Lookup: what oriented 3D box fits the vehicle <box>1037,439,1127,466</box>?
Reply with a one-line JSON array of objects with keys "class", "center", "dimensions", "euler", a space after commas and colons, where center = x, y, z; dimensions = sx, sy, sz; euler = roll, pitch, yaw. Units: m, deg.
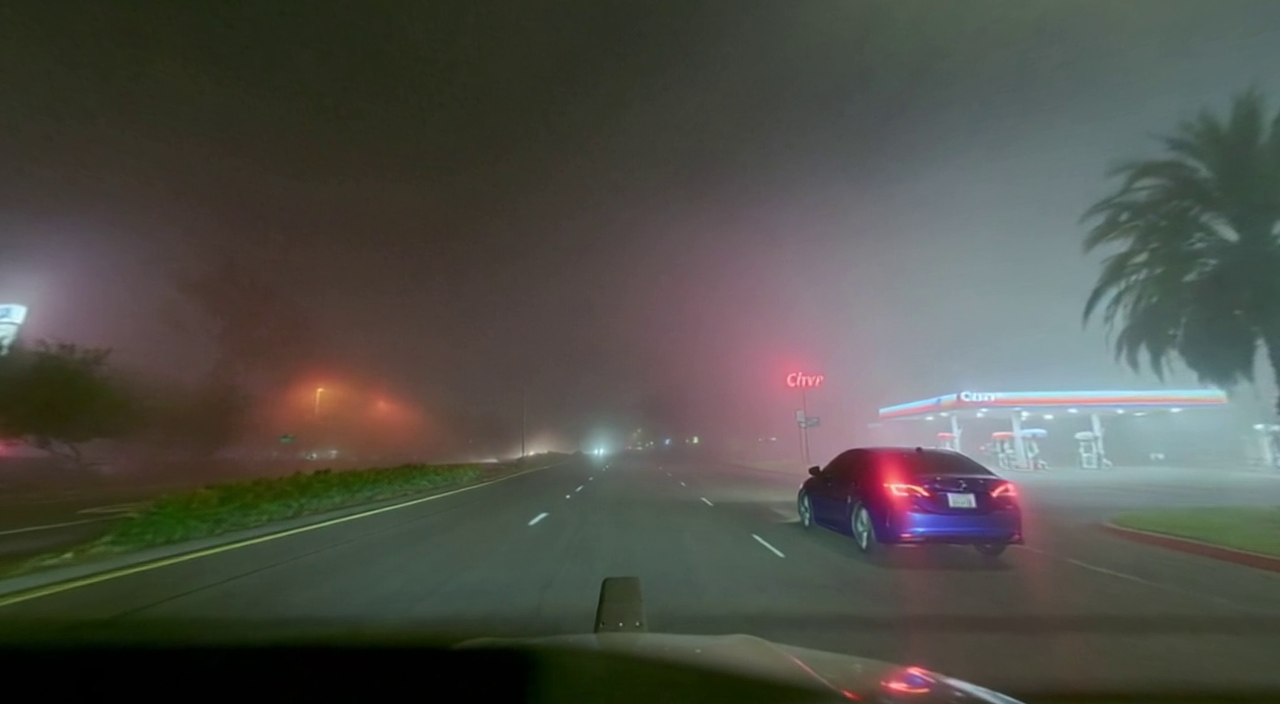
[{"class": "vehicle", "center": [28.544, 6.511, 40.873], "dimensions": [4.280, 1.637, 2.009], "euler": [0, -9, -2]}]

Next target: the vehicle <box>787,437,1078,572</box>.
[{"class": "vehicle", "center": [3.711, 1.977, 9.085], "dimensions": [1.978, 1.442, 4.262], "euler": [0, -8, -3]}]
